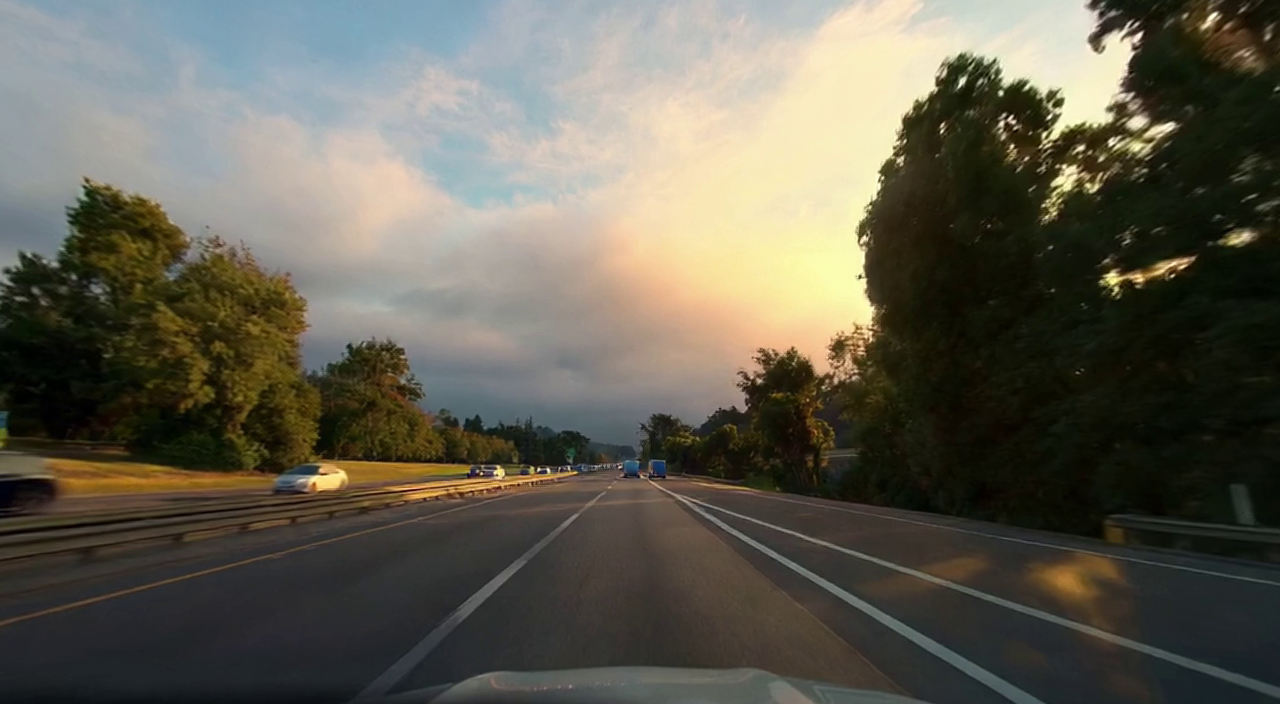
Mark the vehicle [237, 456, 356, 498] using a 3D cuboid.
[{"bbox_3d":[-12.944,4.770,24.131,1.993,1.406,4.473,1,-10,0],"label":"vehicle"}]
